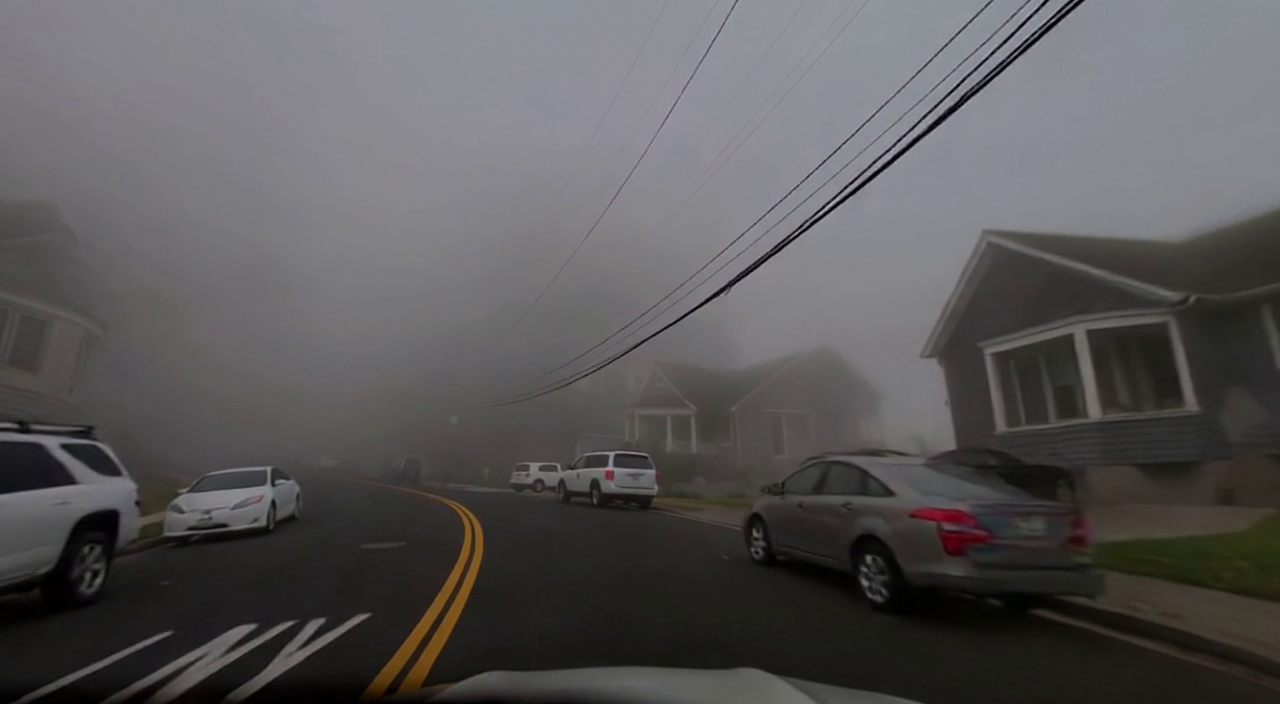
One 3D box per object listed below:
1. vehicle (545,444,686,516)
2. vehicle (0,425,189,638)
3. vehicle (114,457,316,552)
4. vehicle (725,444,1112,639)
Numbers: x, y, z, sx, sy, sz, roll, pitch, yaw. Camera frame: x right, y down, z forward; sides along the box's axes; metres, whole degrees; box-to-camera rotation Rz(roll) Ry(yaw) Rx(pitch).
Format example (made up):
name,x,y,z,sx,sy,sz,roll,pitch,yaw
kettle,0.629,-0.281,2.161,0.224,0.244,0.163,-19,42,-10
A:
name,x,y,z,sx,sy,sz,roll,pitch,yaw
vehicle,-0.984,4.009,20.361,2.449,1.869,5.504,8,-11,-24
vehicle,-6.825,1.660,5.559,2.378,1.840,5.389,-3,-8,-8
vehicle,-8.495,3.002,13.231,2.197,1.462,4.524,2,-9,-17
vehicle,2.655,1.894,7.518,1.923,1.531,4.568,3,-9,-10
